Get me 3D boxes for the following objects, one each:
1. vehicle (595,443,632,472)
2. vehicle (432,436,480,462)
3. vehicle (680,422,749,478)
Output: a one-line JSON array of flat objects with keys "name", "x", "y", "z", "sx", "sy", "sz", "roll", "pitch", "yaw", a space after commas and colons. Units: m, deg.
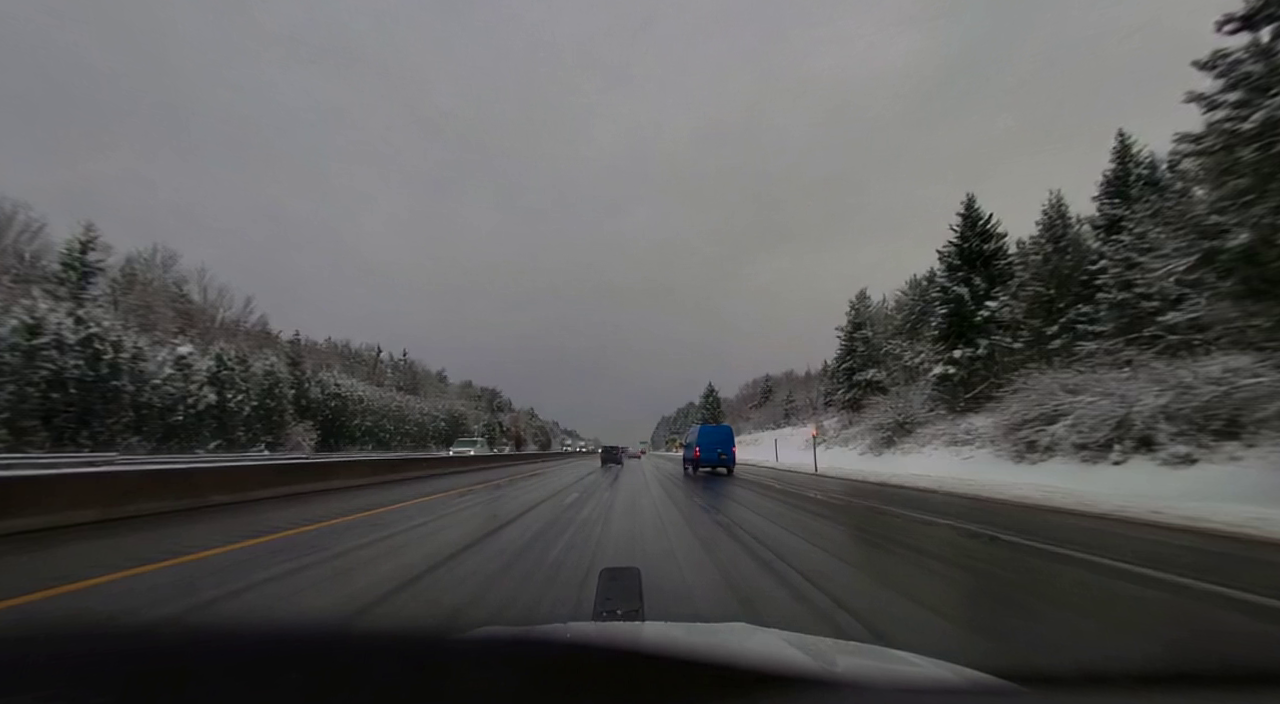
[{"name": "vehicle", "x": -1.580, "y": 6.565, "z": 39.302, "sx": 2.069, "sy": 1.666, "sz": 4.338, "roll": 0, "pitch": -9, "yaw": 1}, {"name": "vehicle", "x": -12.894, "y": 6.854, "z": 44.475, "sx": 2.014, "sy": 1.681, "sz": 4.914, "roll": 0, "pitch": -9, "yaw": -2}, {"name": "vehicle", "x": 3.627, "y": 4.998, "z": 32.175, "sx": 2.552, "sy": 2.524, "sz": 6.630, "roll": 0, "pitch": -9, "yaw": -1}]
